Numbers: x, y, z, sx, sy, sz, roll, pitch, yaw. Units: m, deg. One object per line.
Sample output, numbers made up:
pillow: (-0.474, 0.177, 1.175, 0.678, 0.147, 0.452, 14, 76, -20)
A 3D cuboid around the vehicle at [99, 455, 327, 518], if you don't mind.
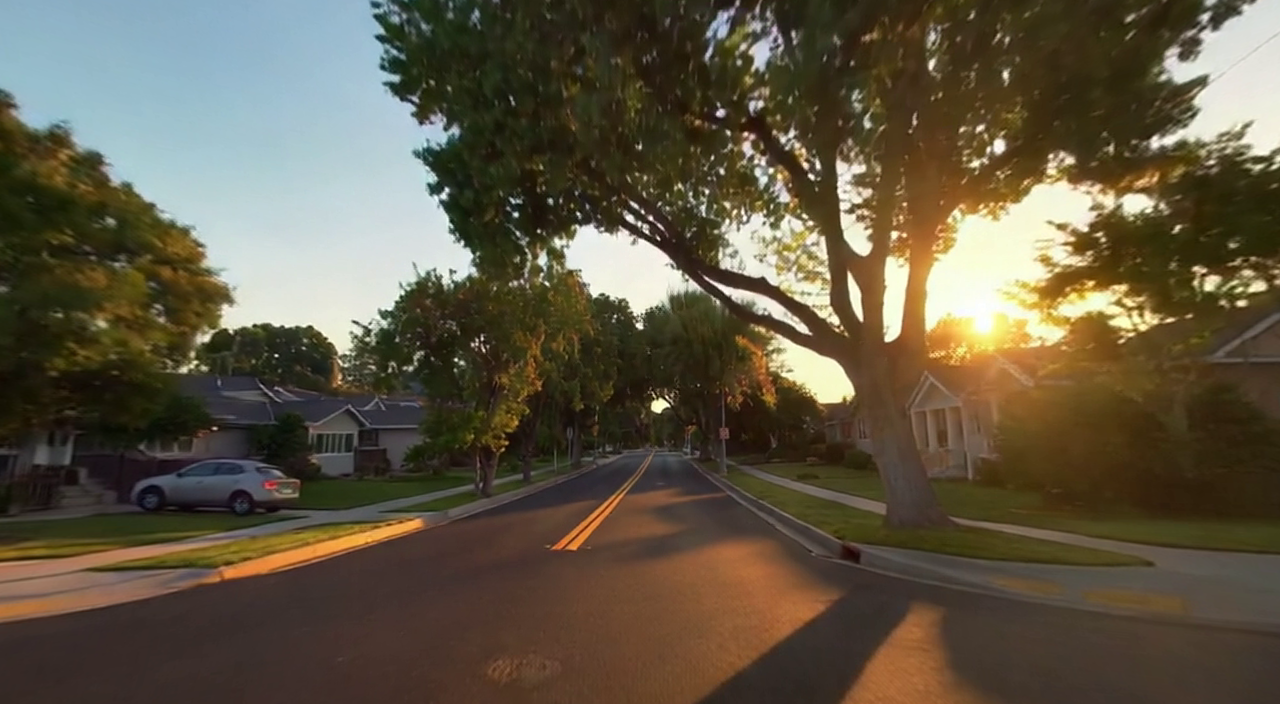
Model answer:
vehicle: (-11.113, 3.483, 16.628, 4.659, 1.464, 1.930, 0, -8, 4)
